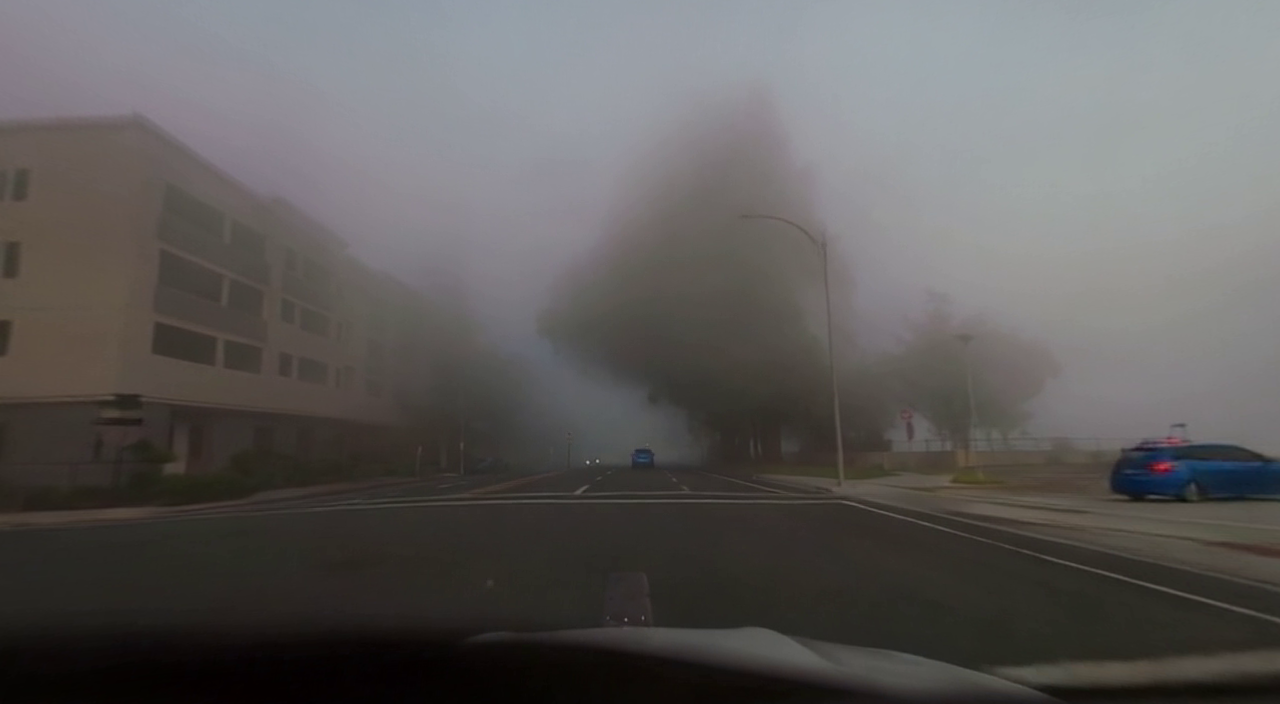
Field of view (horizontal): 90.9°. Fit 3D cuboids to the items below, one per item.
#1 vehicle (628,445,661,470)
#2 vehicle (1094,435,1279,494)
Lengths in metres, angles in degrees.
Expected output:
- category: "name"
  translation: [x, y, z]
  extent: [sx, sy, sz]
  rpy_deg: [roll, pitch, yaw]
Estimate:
- category: "vehicle"
  translation: [0.335, 7.383, 44.396]
  extent: [2.200, 1.653, 4.127]
  rpy_deg: [0, -8, 1]
- category: "vehicle"
  translation: [15.411, 2.993, 16.938]
  extent: [4.824, 1.462, 1.974]
  rpy_deg: [0, -9, 0]
